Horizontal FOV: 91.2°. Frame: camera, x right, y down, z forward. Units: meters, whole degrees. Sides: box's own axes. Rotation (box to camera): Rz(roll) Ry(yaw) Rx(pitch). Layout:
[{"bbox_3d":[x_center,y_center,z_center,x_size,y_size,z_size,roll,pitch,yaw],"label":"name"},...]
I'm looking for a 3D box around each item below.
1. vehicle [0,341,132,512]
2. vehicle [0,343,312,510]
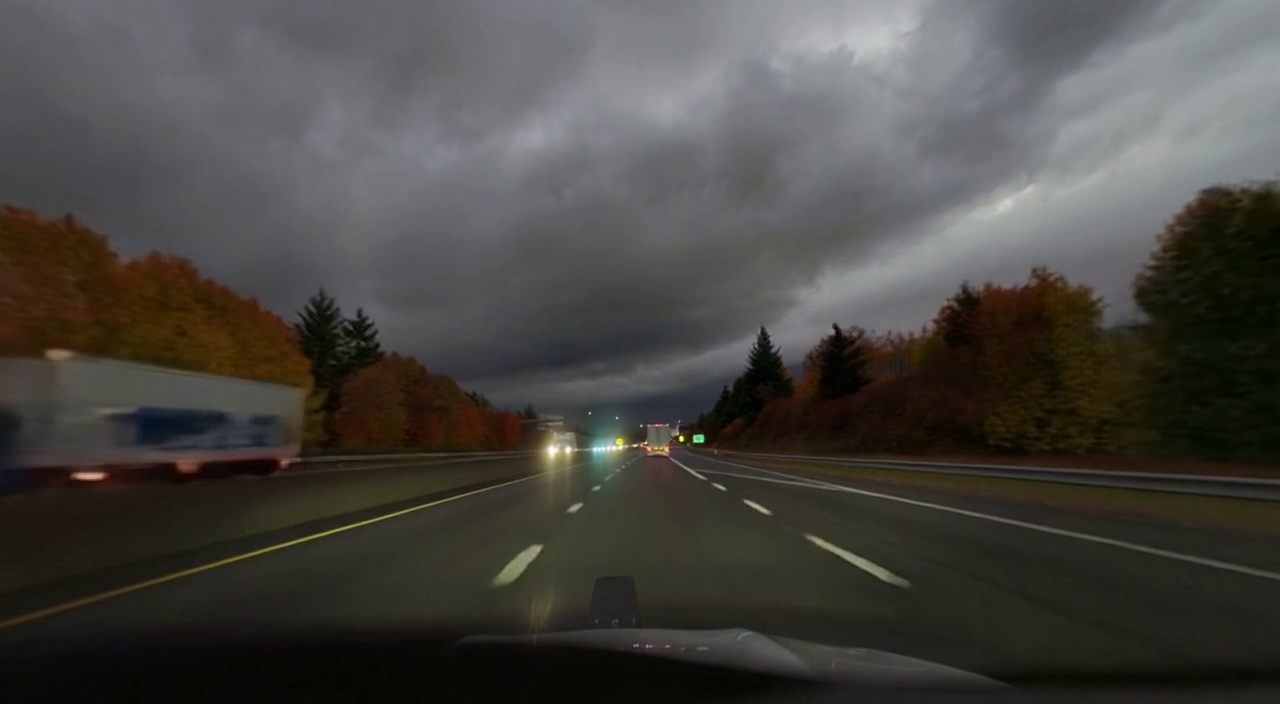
[{"bbox_3d":[-16.014,1.772,14.655,2.997,3.843,5.945,-1,-9,0],"label":"vehicle"},{"bbox_3d":[-15.977,2.704,21.095,2.835,3.923,12.584,-1,-9,1],"label":"vehicle"}]
